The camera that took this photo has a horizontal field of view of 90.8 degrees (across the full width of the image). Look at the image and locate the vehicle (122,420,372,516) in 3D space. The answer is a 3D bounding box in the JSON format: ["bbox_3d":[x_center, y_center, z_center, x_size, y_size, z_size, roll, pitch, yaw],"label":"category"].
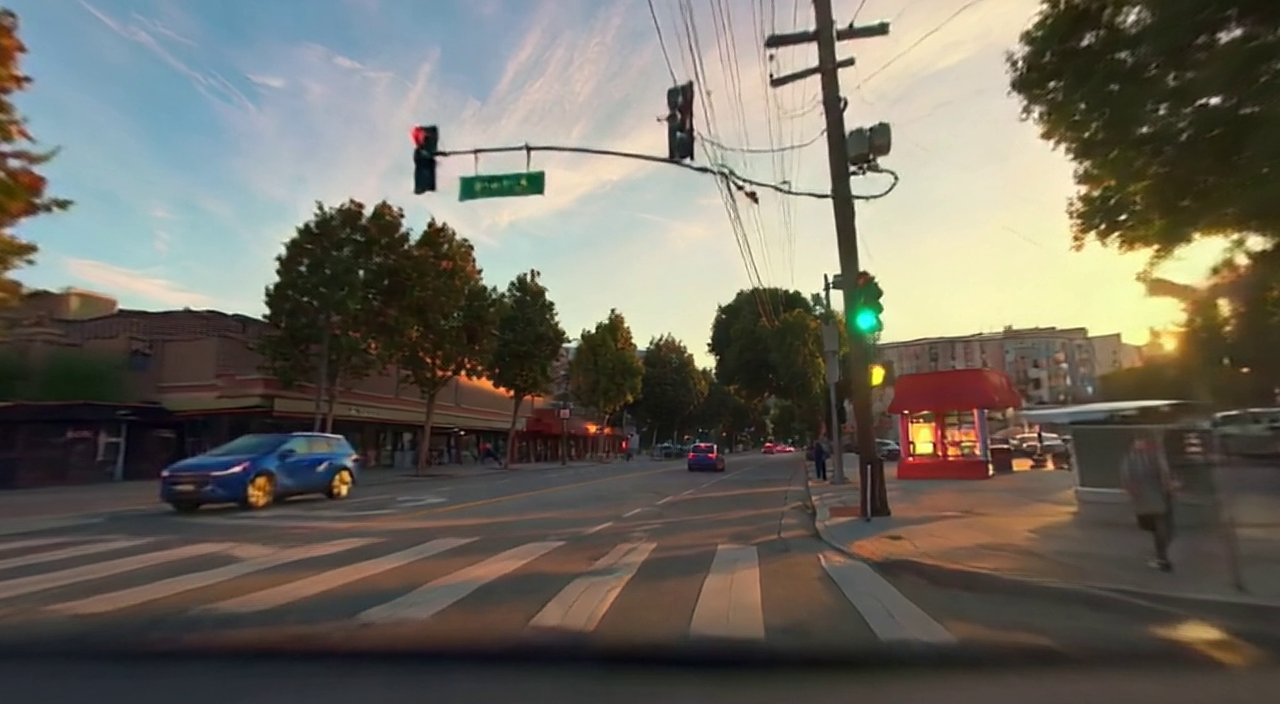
[{"bbox_3d":[-8.072,2.420,13.653,2.017,1.684,4.483,-2,-9,10],"label":"vehicle"}]

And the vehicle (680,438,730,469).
[{"bbox_3d":[3.888,5.921,37.071,2.101,1.721,4.364,-3,-9,17],"label":"vehicle"}]
